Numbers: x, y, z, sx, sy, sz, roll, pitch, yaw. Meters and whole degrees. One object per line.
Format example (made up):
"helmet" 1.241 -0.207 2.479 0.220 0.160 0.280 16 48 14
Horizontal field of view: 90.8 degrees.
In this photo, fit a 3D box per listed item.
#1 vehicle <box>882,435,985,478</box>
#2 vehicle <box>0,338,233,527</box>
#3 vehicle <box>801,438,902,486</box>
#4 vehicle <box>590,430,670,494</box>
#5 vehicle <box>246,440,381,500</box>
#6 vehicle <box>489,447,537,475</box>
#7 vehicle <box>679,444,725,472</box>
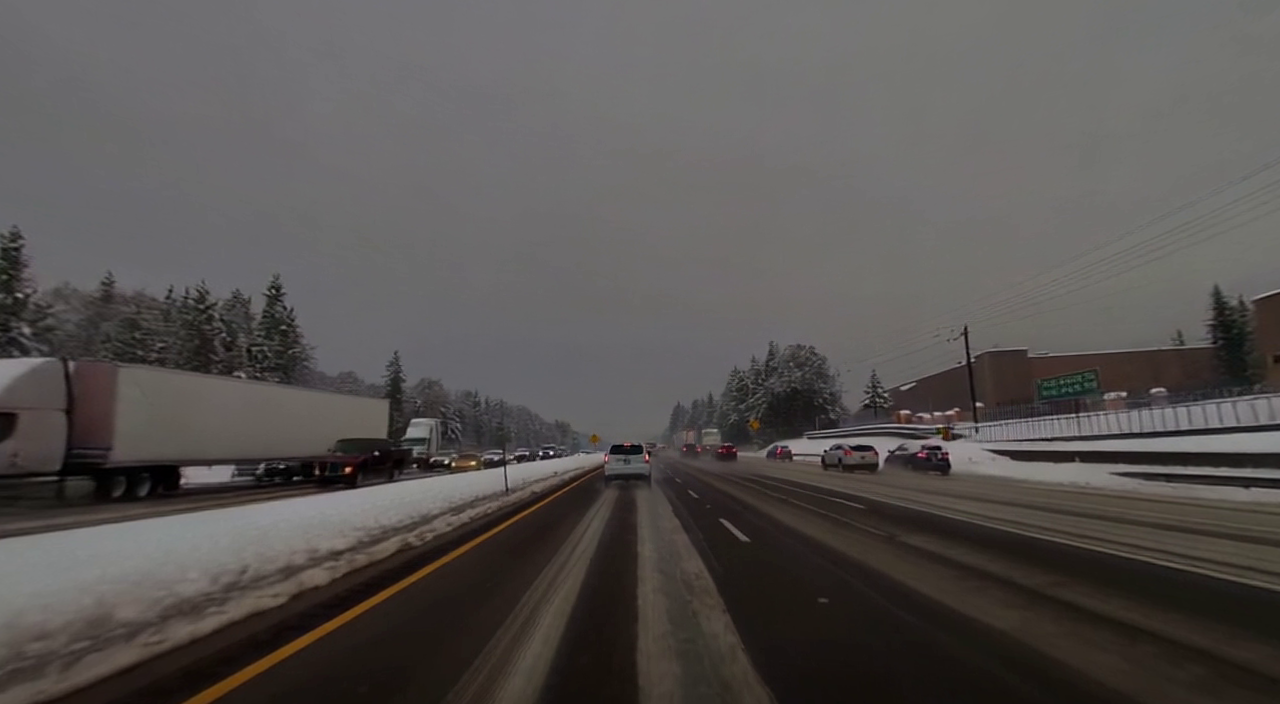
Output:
"vehicle" 11.345 4.051 24.747 1.944 1.505 4.138 0 -8 -1
"vehicle" -15.009 2.178 16.505 3.032 3.968 8.215 0 -8 1
"vehicle" 7.093 3.711 21.676 1.958 1.473 4.201 0 -8 -1
"vehicle" -0.300 3.521 20.568 2.298 1.809 4.359 0 -8 0
"vehicle" -11.478 4.145 22.745 2.102 1.874 5.112 0 -8 0
"vehicle" -7.792 6.692 39.160 2.011 1.598 4.342 0 -8 0
"vehicle" 3.361 5.856 35.196 1.934 1.461 4.368 0 -9 -2
